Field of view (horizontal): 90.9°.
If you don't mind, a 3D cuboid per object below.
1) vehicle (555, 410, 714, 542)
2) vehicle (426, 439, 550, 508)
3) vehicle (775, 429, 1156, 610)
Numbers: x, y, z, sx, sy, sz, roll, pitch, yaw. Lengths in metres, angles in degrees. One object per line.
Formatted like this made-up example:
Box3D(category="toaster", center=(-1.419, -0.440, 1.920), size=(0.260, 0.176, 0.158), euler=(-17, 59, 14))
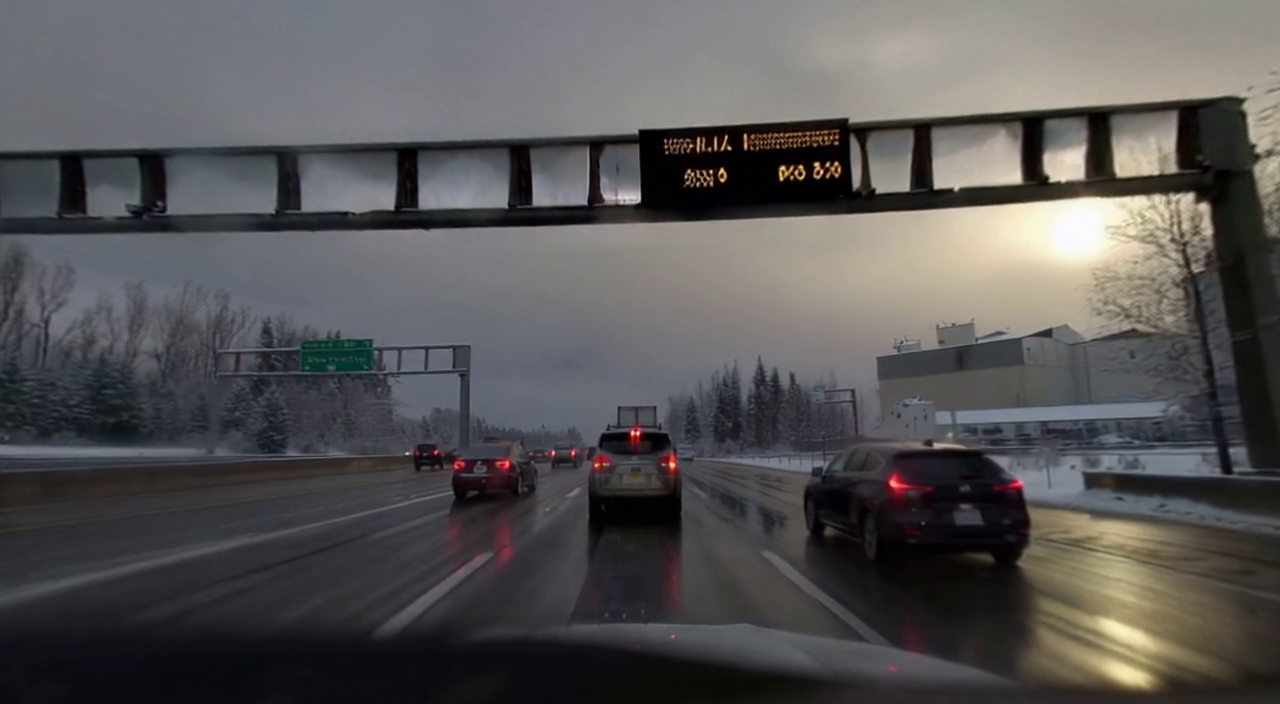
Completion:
Box3D(category="vehicle", center=(-0.083, 1.995, 10.631), size=(2.152, 1.779, 3.924), euler=(0, -9, 0))
Box3D(category="vehicle", center=(-3.603, 2.955, 15.797), size=(2.005, 1.458, 4.143), euler=(0, -9, 1))
Box3D(category="vehicle", center=(3.186, 1.721, 7.516), size=(2.018, 1.470, 4.491), euler=(0, -9, -2))
